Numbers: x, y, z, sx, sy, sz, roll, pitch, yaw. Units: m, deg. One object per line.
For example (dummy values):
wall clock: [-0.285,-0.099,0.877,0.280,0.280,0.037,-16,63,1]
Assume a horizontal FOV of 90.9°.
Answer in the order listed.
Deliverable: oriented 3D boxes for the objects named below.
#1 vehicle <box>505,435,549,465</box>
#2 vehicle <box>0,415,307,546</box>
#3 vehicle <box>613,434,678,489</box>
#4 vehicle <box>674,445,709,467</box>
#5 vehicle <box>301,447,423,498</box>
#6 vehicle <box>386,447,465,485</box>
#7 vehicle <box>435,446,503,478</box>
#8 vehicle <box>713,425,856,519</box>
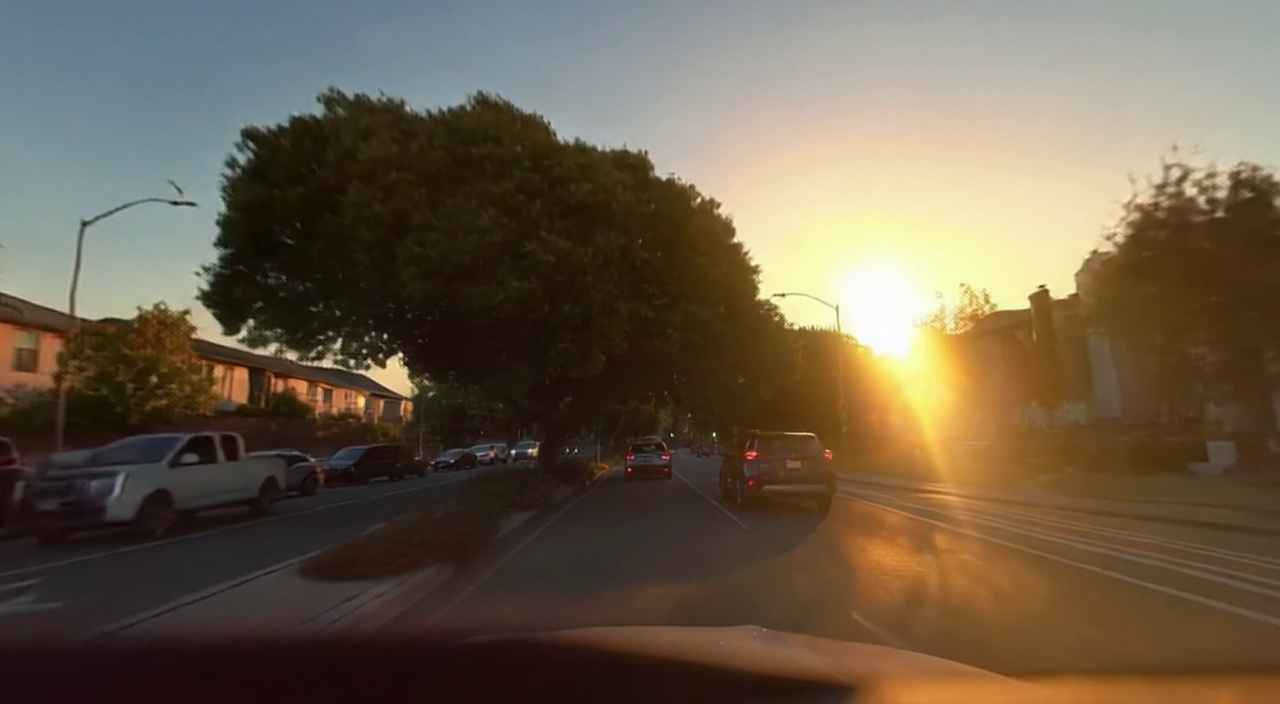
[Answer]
vehicle: [-8.660,7.591,48.987,2.037,2.113,7.185,0,-8,1]
vehicle: [-8.794,2.296,11.984,2.182,1.939,4.889,0,-8,0]
vehicle: [0.181,3.983,23.255,2.185,1.822,4.391,0,-8,0]
vehicle: [3.602,7.359,44.841,2.096,1.489,4.757,0,-8,0]
vehicle: [-8.885,3.855,20.627,1.923,1.433,4.450,0,-8,1]
vehicle: [-8.742,4.672,26.097,1.786,1.422,4.021,0,-8,1]
vehicle: [-8.709,5.609,32.603,2.140,1.510,5.005,0,-8,0]
vehicle: [3.063,2.651,14.474,2.166,1.799,4.372,0,-8,-1]
